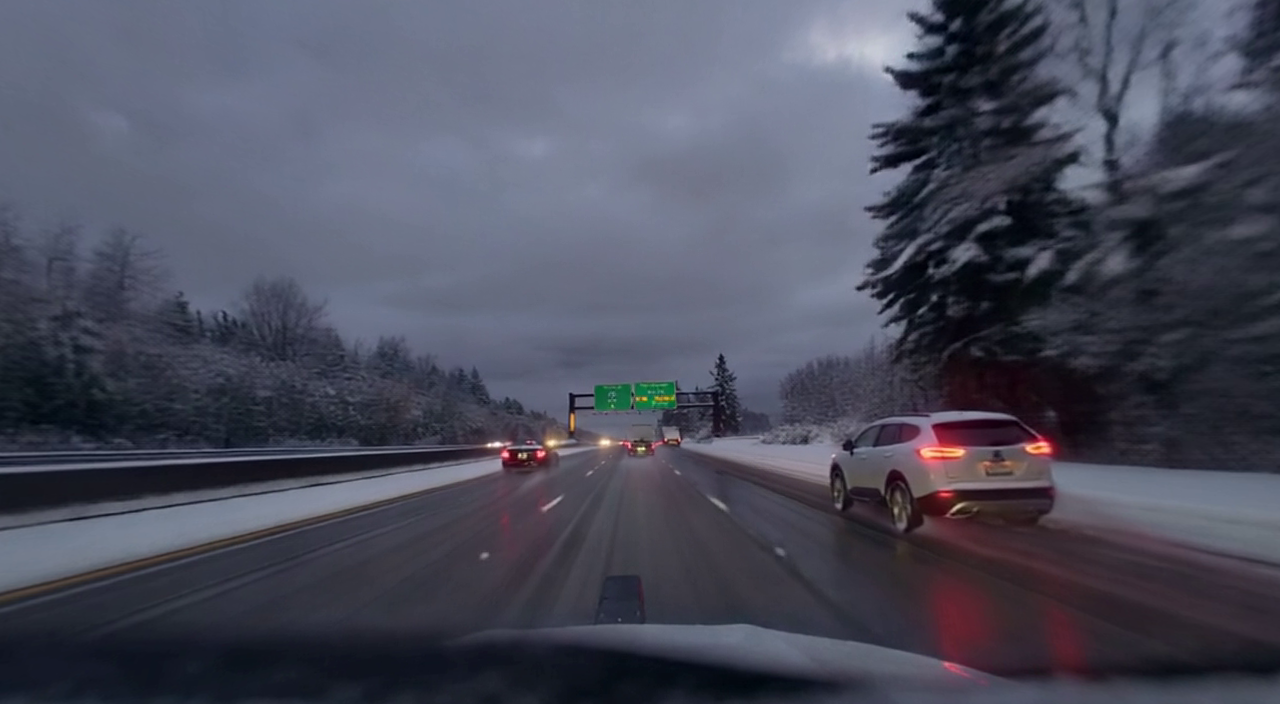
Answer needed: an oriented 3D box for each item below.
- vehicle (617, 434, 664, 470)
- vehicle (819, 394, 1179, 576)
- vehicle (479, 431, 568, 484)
[{"bbox_3d":[0.023,4.604,29.156,2.049,1.542,3.816,0,-8,0],"label":"vehicle"},{"bbox_3d":[4.038,1.563,8.167,2.025,1.707,4.279,0,-8,-2],"label":"vehicle"},{"bbox_3d":[-3.719,3.464,20.968,2.066,1.561,4.495,0,-8,1],"label":"vehicle"}]
